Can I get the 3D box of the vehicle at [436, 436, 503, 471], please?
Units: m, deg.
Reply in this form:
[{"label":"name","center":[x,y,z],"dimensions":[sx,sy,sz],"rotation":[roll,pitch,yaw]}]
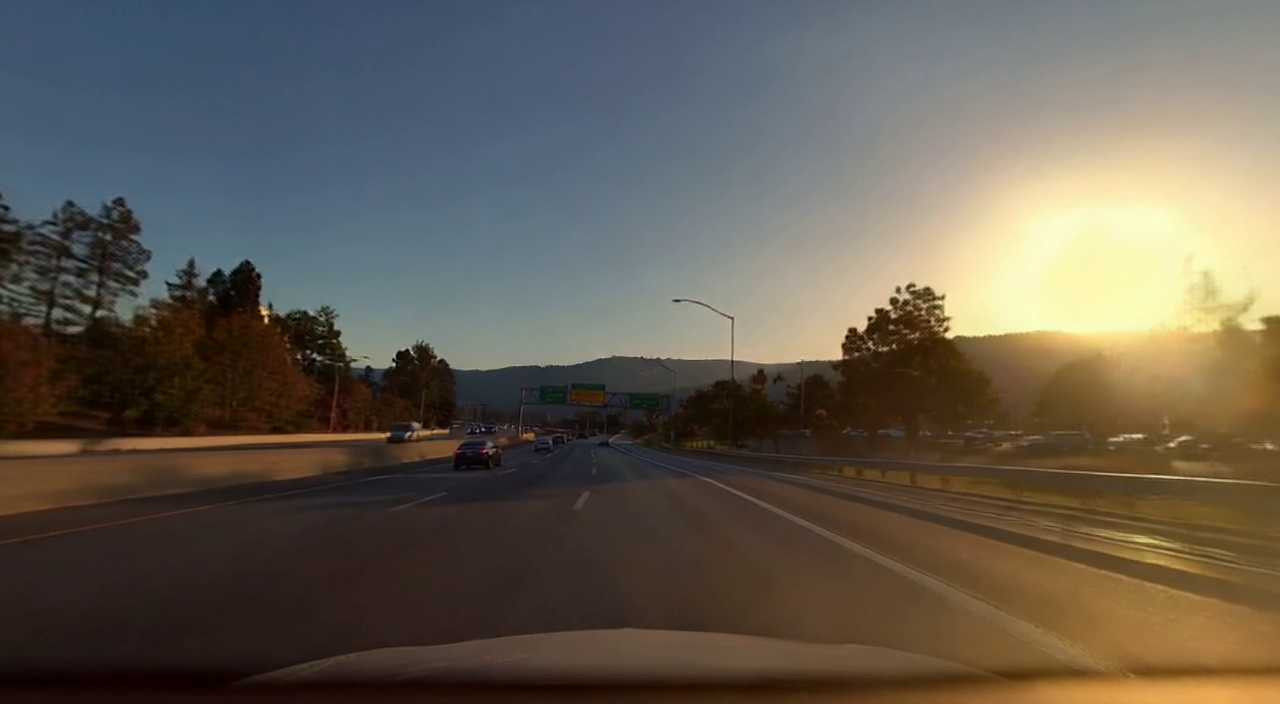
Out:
[{"label":"vehicle","center":[-7.872,4.705,29.573],"dimensions":[2.025,1.494,4.495],"rotation":[0,-8,-2]}]
